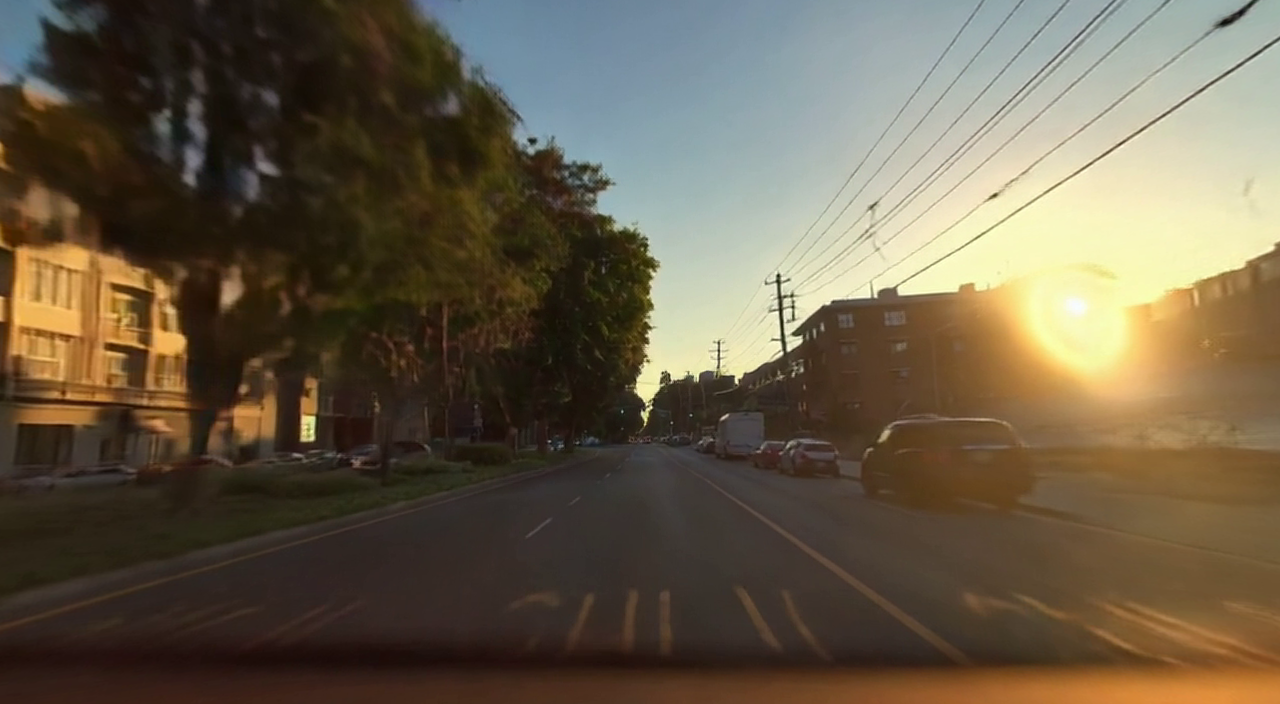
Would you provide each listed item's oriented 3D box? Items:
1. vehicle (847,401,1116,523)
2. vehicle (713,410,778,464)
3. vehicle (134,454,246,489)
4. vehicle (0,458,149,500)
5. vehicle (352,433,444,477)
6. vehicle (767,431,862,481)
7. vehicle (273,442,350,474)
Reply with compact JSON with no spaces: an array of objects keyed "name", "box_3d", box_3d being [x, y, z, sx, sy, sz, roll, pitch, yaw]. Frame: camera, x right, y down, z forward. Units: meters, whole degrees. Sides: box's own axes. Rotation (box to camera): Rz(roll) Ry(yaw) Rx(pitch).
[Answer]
[{"name":"vehicle","box_3d":[6.865,2.333,13.910,2.563,2.090,6.077,0,-8,1]},{"name":"vehicle","box_3d":[7.081,6.011,43.744,2.761,3.342,8.958,0,-9,-1]},{"name":"vehicle","box_3d":[-22.160,5.874,31.323,1.778,1.533,4.967,0,-8,2]},{"name":"vehicle","box_3d":[-22.277,4.975,24.983,1.907,1.404,4.413,0,-8,2]},{"name":"vehicle","box_3d":[-11.894,5.091,31.430,2.418,1.978,5.196,0,-8,1]},{"name":"vehicle","box_3d":[7.086,4.301,26.313,2.258,1.845,5.381,0,-8,-2]},{"name":"vehicle","box_3d":[-22.050,7.243,42.597,2.327,2.006,5.039,0,-11,1]}]
